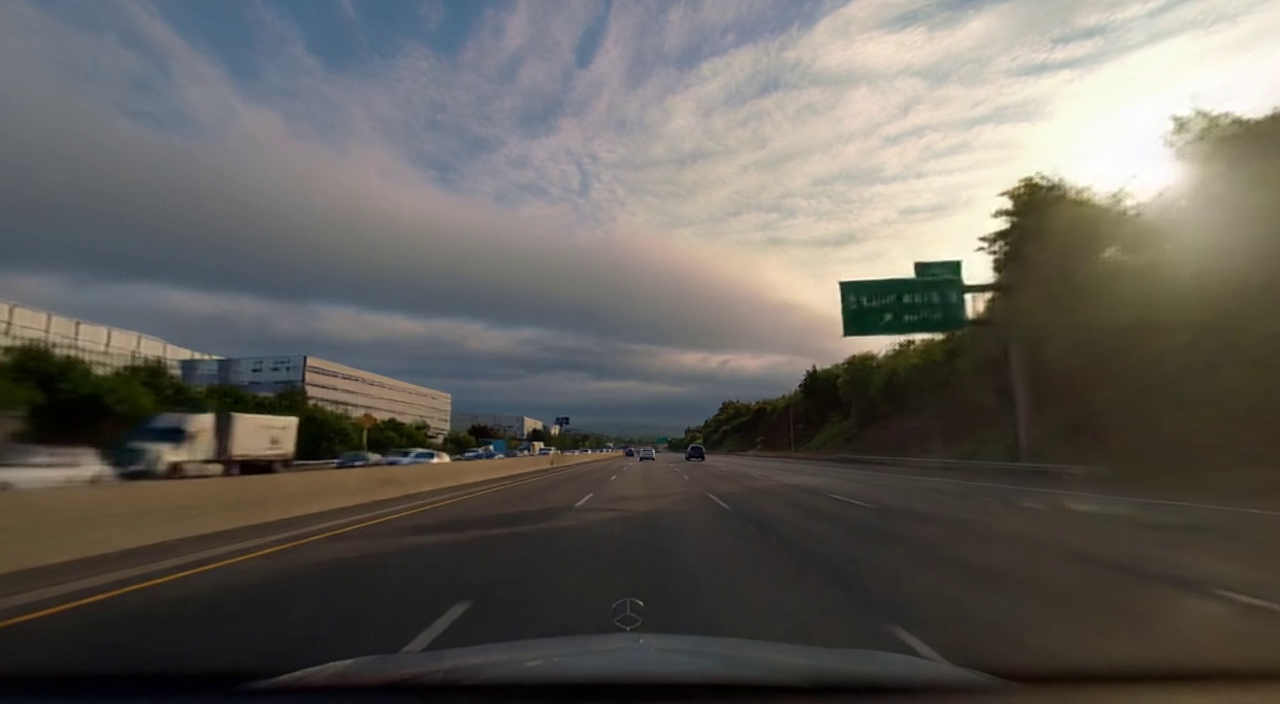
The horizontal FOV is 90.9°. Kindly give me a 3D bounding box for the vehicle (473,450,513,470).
[{"bbox_3d":[-11.018,8.158,47.654,1.847,1.440,4.488,-1,-9,1],"label":"vehicle"}]

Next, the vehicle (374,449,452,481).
[{"bbox_3d":[-10.906,5.437,30.599,1.953,1.442,4.571,-1,-9,2],"label":"vehicle"}]

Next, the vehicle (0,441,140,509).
[{"bbox_3d":[-15.927,3.174,16.593,1.881,1.593,4.370,0,-9,0],"label":"vehicle"}]

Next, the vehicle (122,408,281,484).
[{"bbox_3d":[-19.861,4.357,29.148,2.453,3.116,6.439,-1,-9,2],"label":"vehicle"}]

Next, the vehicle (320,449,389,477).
[{"bbox_3d":[-15.795,6.137,35.109,1.908,1.460,4.013,-1,-9,1],"label":"vehicle"}]
